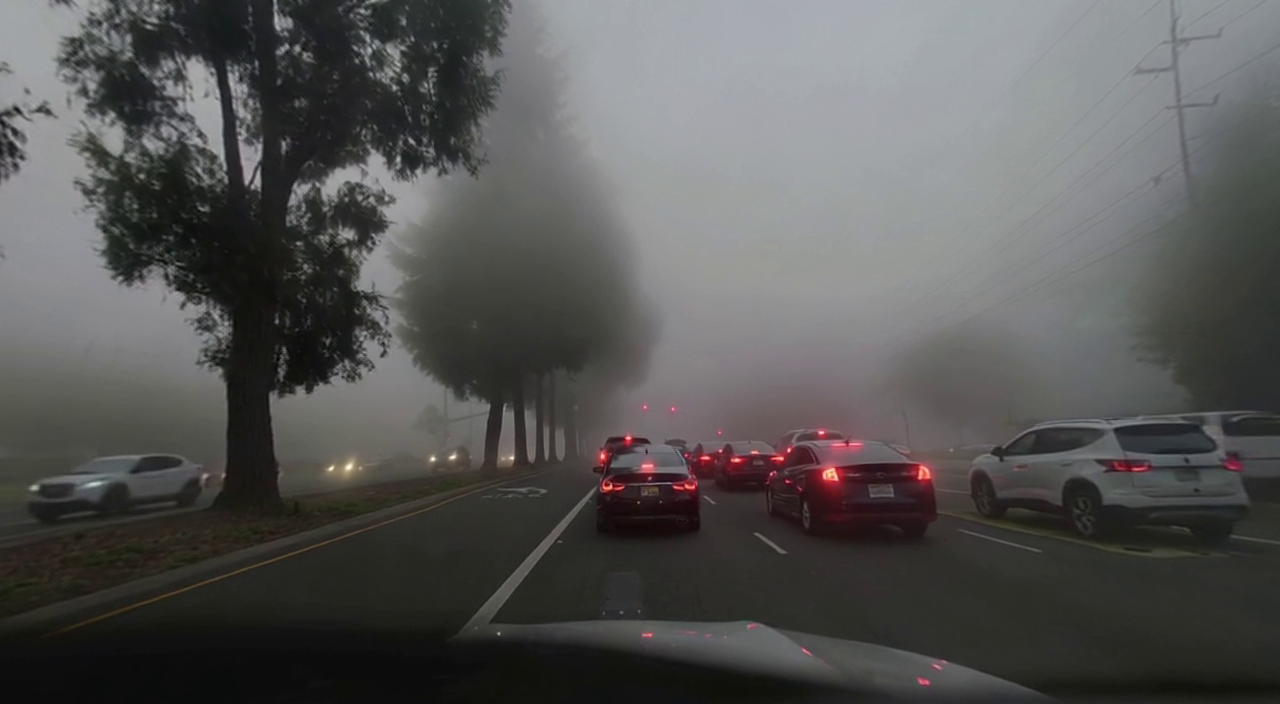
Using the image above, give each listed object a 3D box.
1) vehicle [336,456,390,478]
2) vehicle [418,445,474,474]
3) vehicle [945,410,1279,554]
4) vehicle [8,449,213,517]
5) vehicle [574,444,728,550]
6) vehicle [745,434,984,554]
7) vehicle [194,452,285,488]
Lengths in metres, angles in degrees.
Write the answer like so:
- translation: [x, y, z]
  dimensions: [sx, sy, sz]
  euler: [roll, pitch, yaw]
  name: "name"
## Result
- translation: [-18.580, 7.705, 42.558]
  dimensions: [1.798, 1.333, 3.944]
  euler: [0, -9, 0]
  name: "vehicle"
- translation: [-11.824, 6.562, 38.758]
  dimensions: [1.980, 1.675, 4.581]
  euler: [0, -9, 0]
  name: "vehicle"
- translation: [6.914, 1.906, 9.916]
  dimensions: [1.987, 1.730, 4.373]
  euler: [0, -9, -1]
  name: "vehicle"
- translation: [-15.523, 3.811, 18.981]
  dimensions: [2.080, 1.738, 4.686]
  euler: [0, -9, -1]
  name: "vehicle"
- translation: [0.087, 2.178, 10.219]
  dimensions: [1.990, 1.347, 4.067]
  euler: [0, -9, -2]
  name: "vehicle"
- translation: [3.180, 2.115, 10.284]
  dimensions: [1.970, 1.445, 4.974]
  euler: [0, -9, -1]
  name: "vehicle"
- translation: [-22.347, 6.559, 35.493]
  dimensions: [2.034, 1.798, 4.734]
  euler: [0, -9, -1]
  name: "vehicle"
